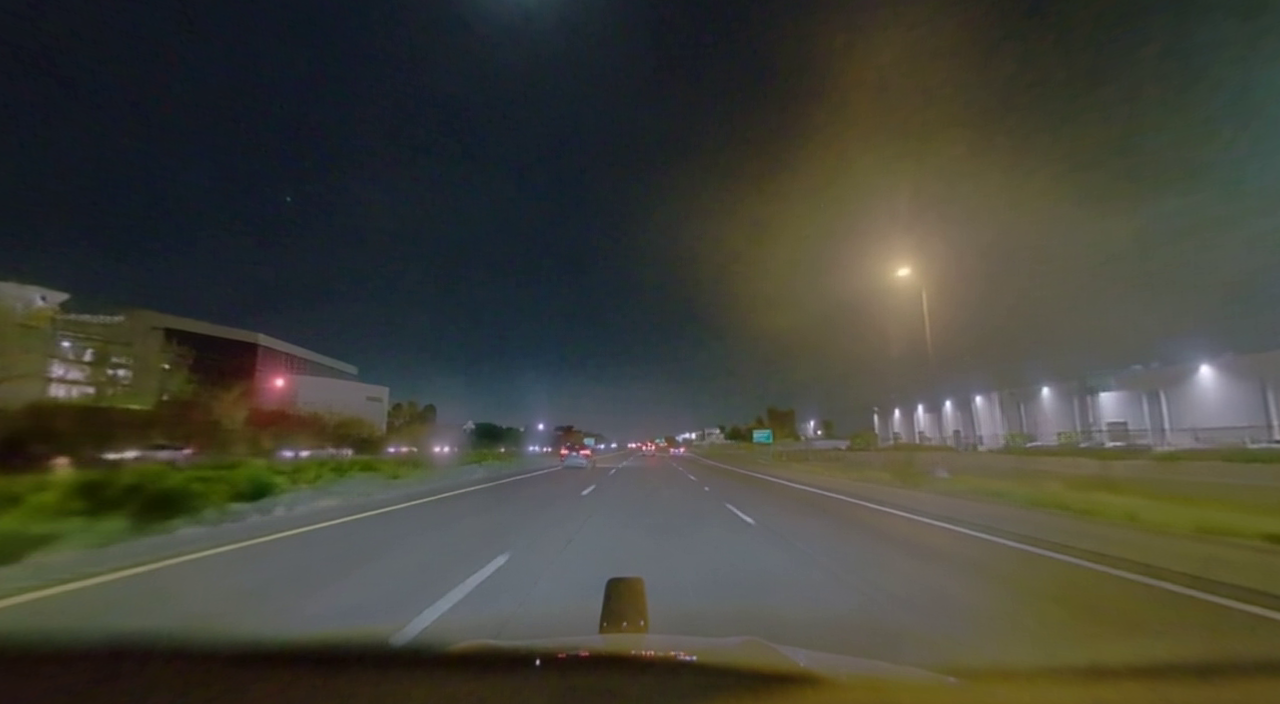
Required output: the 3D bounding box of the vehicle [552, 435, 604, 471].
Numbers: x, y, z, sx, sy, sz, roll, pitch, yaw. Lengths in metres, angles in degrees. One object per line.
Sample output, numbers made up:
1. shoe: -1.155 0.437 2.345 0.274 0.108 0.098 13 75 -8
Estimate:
1. vehicle: -3.344 5.627 35.132 2.218 1.850 4.774 0 -9 2
